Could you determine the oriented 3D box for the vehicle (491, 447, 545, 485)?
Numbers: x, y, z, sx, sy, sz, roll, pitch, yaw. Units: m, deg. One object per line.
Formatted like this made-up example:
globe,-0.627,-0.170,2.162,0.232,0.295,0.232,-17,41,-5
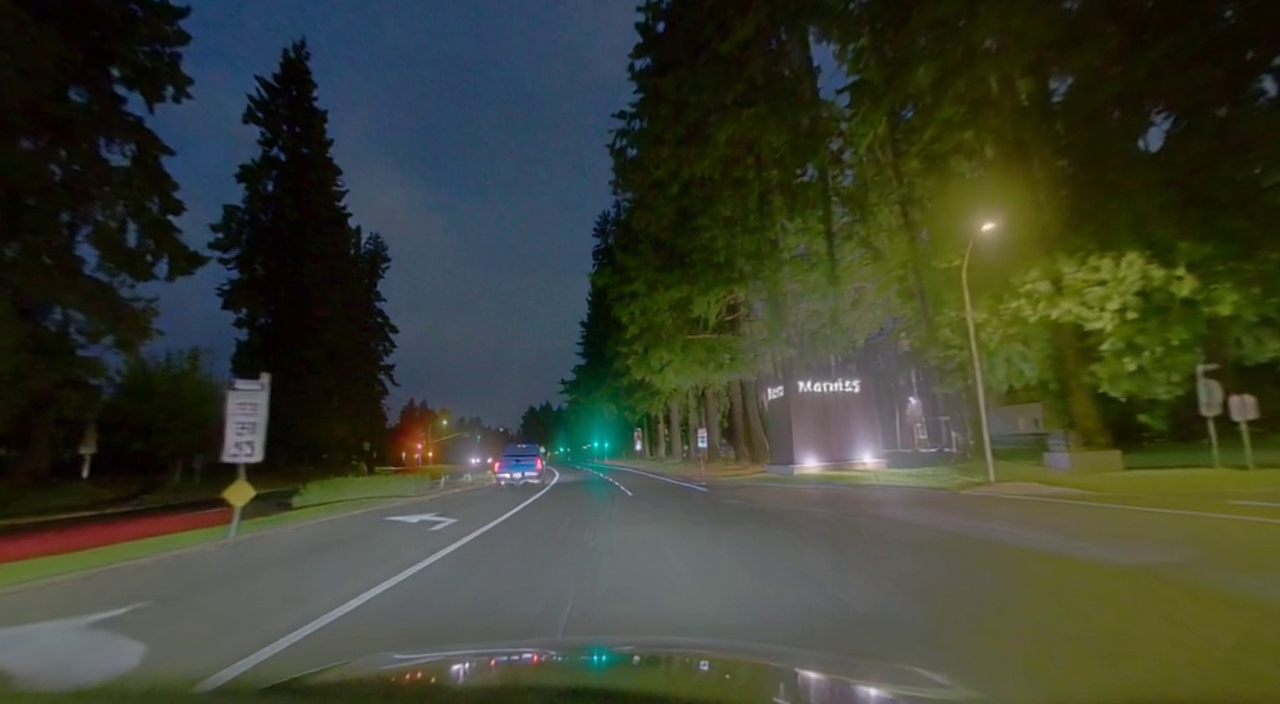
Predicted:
vehicle,-6.551,6.194,34.614,2.267,1.849,6.402,1,-9,-5
